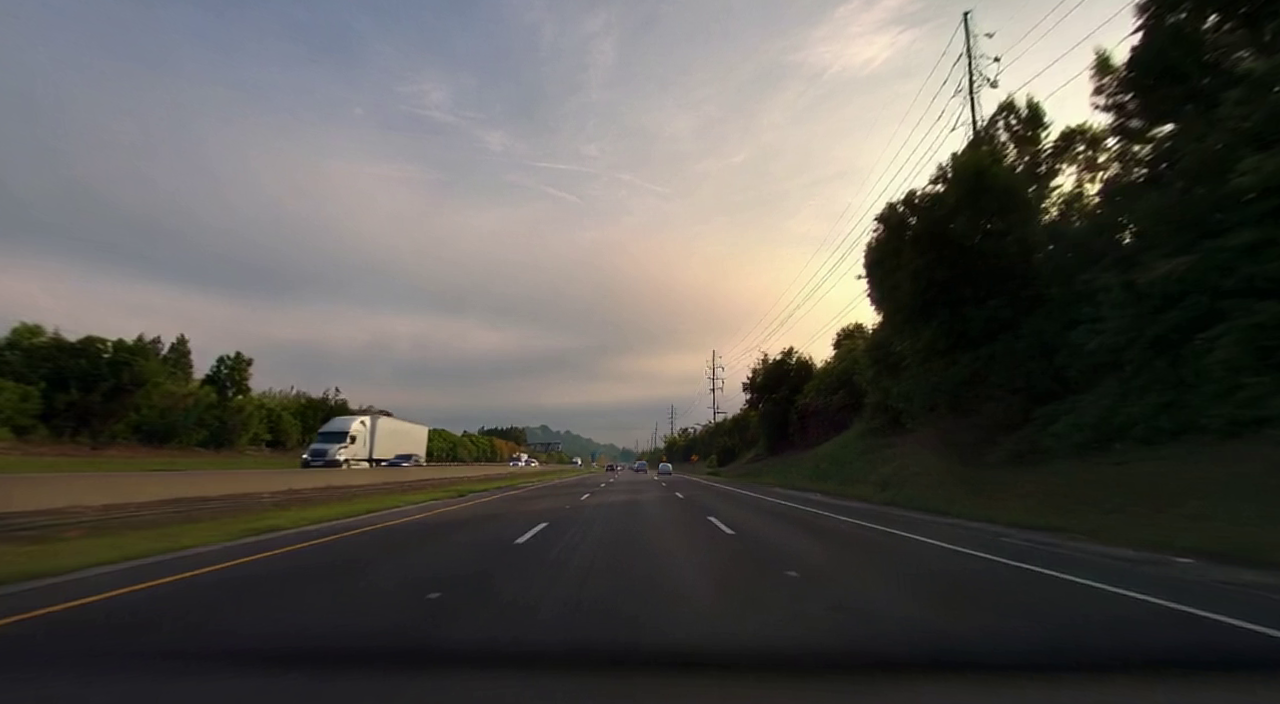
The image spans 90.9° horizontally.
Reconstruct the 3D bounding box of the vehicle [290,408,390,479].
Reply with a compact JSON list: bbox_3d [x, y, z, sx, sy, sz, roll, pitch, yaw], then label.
[{"bbox_3d":[-17.939,5.649,38.209,2.967,3.923,5.931,1,-10,-1],"label":"vehicle"}]

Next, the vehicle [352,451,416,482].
[{"bbox_3d":[-12.995,5.876,32.221,1.691,1.457,3.627,1,-10,1],"label":"vehicle"}]
